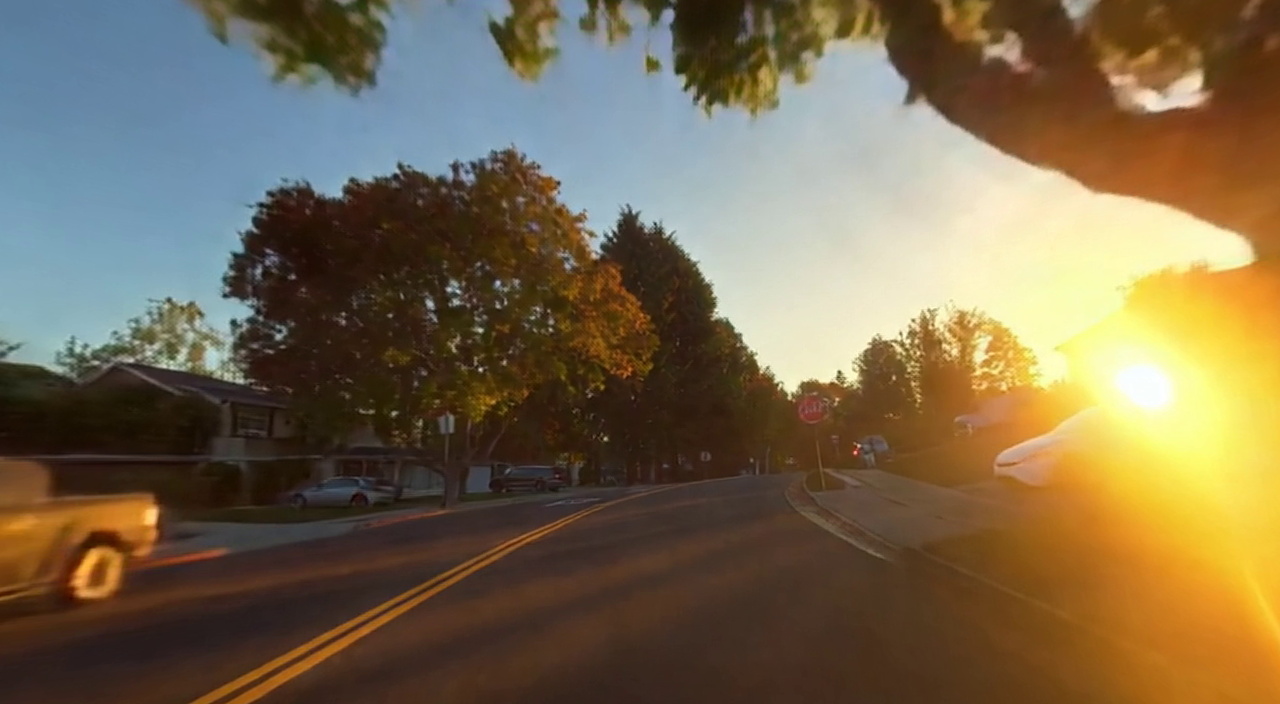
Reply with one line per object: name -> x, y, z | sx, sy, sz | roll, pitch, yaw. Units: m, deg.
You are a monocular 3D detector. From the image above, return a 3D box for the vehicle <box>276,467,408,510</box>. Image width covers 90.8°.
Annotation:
vehicle -> -11.503, 5.281, 24.570 | 4.175, 1.492, 1.845 | -1, -9, -1

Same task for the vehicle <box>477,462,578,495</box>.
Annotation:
vehicle -> -6.896, 7.834, 39.038 | 5.643, 1.759, 2.110 | -1, -19, 7

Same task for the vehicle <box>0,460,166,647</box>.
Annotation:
vehicle -> -6.647, 1.649, 5.193 | 1.963, 1.539, 4.210 | -3, -22, 3

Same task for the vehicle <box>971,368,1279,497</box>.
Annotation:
vehicle -> 9.497, 1.610, 12.320 | 4.740, 1.638, 2.018 | -4, -24, -3

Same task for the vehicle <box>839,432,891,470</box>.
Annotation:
vehicle -> 12.144, 5.338, 34.417 | 2.163, 1.885, 4.804 | -3, -8, 14
